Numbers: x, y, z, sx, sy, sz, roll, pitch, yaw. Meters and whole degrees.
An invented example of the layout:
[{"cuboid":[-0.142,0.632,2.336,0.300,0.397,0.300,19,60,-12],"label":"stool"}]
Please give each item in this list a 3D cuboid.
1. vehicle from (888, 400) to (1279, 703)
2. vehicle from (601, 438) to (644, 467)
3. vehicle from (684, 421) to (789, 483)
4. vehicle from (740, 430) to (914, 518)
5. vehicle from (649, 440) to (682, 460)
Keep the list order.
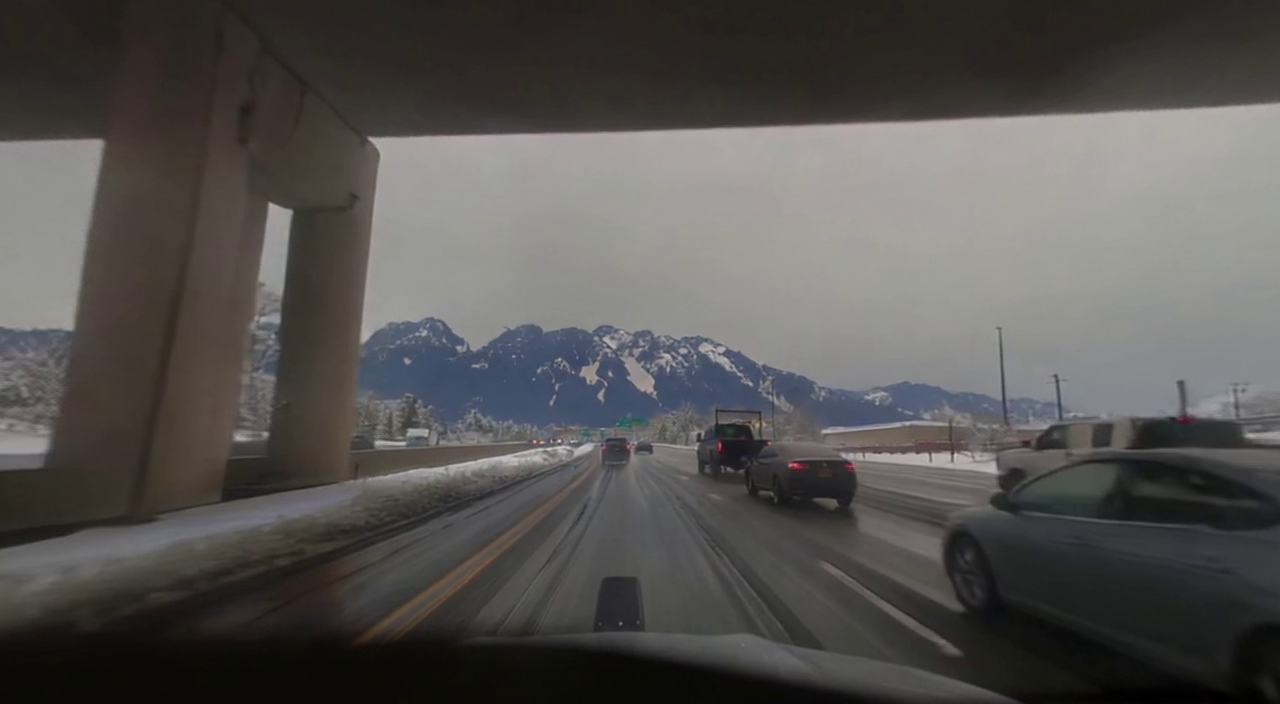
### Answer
[{"cuboid":[3.483,1.115,3.798,2.074,1.455,4.646,0,-8,0],"label":"vehicle"},{"cuboid":[-0.991,5.598,35.392,2.266,1.549,3.978,0,-8,-2],"label":"vehicle"},{"cuboid":[3.512,3.895,24.931,2.747,2.061,7.011,0,-8,-3],"label":"vehicle"},{"cuboid":[3.633,2.476,13.443,2.048,1.497,4.952,0,-8,-2],"label":"vehicle"},{"cuboid":[1.942,7.619,49.322,2.057,1.517,4.538,0,-8,-4],"label":"vehicle"}]
